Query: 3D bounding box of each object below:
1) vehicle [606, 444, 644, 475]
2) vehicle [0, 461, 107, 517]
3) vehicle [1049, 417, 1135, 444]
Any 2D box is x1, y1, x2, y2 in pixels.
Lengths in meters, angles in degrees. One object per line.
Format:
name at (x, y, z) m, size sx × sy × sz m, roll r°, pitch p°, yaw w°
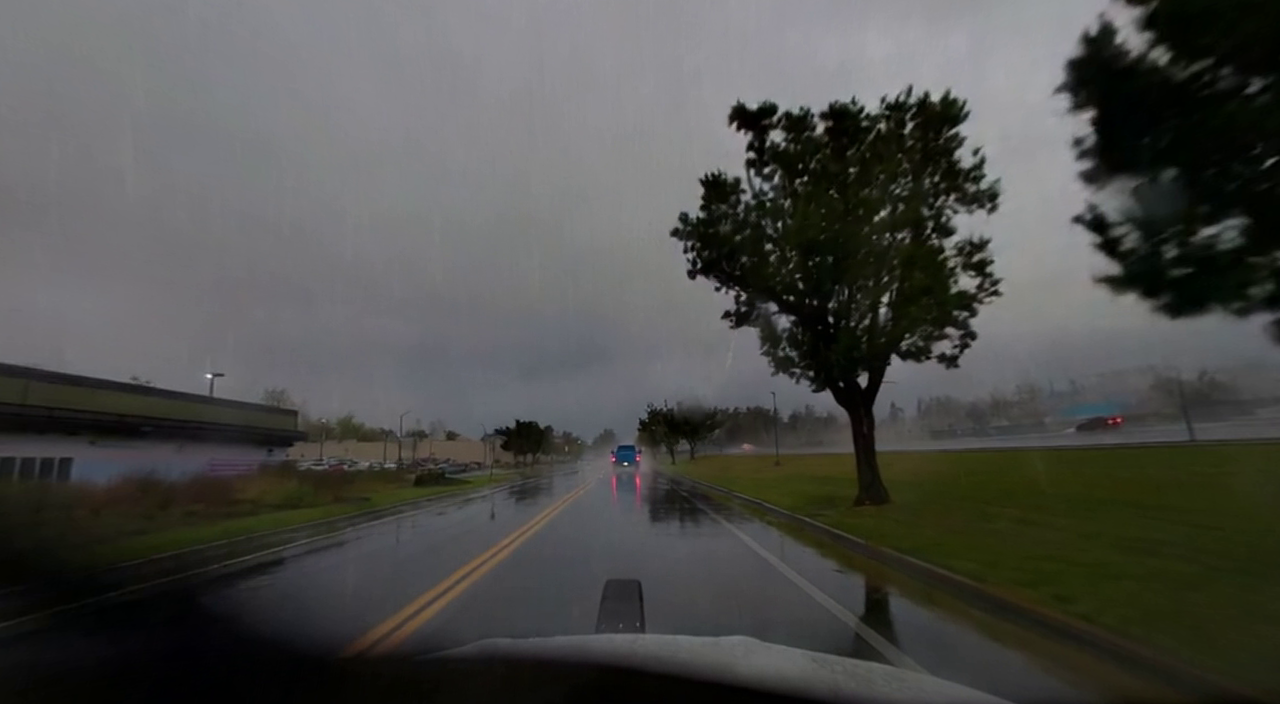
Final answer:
vehicle at (-1.105, 7.740, 45.546) m, size 2.556 × 2.063 × 5.578 m, roll 1°, pitch -9°, yaw -2°
vehicle at (-20.136, 4.495, 21.093) m, size 1.959 × 1.636 × 4.266 m, roll 4°, pitch -10°, yaw -18°
vehicle at (27.383, 4.820, 38.431) m, size 1.816 × 1.517 × 3.920 m, roll 2°, pitch -9°, yaw -11°
